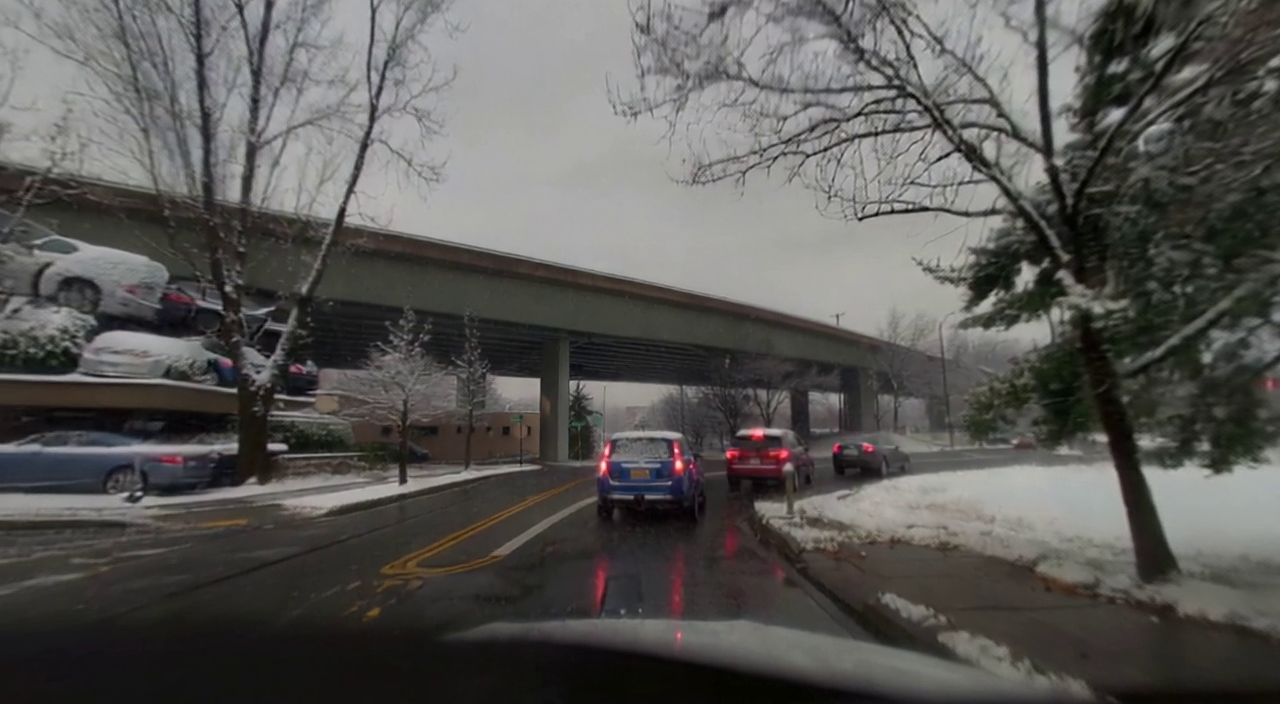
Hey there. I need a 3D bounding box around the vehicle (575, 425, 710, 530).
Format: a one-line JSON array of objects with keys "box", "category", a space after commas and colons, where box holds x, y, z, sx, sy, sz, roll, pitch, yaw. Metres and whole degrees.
[{"box": [0.279, 2.263, 12.070, 2.087, 1.578, 4.652, -1, -8, 6], "category": "vehicle"}]

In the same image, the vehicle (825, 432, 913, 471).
[{"box": [11.200, 4.829, 30.792, 4.310, 1.762, 1.995, 7, -11, -39], "category": "vehicle"}]

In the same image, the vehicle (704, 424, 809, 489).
[{"box": [4.026, 3.451, 21.176, 2.241, 1.885, 4.771, -3, -9, 26], "category": "vehicle"}]
